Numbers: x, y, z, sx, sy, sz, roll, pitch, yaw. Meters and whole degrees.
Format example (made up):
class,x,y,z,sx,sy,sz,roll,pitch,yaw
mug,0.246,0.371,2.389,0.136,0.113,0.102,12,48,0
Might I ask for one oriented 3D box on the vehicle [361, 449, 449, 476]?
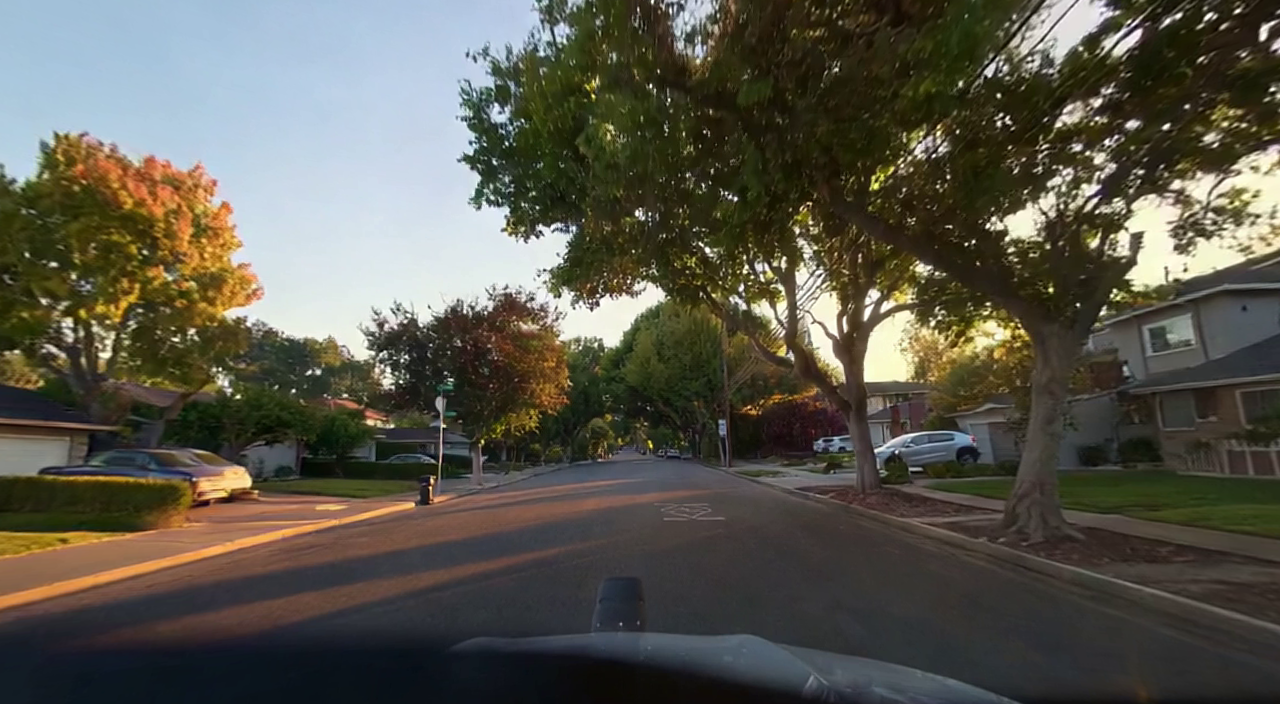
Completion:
class,x,y,z,sx,sy,sz,roll,pitch,yaw
vehicle,-13.722,6.409,36.906,4.477,1.449,1.922,5,-10,-30

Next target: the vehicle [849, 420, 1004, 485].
class,x,y,z,sx,sy,sz,roll,pitch,yaw
vehicle,10.565,3.730,23.549,4.697,1.604,1.838,-8,-8,-2

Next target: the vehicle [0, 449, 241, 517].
class,x,y,z,sx,sy,sz,roll,pitch,yaw
vehicle,-12.706,3.169,15.605,4.406,1.539,1.912,0,-9,2
